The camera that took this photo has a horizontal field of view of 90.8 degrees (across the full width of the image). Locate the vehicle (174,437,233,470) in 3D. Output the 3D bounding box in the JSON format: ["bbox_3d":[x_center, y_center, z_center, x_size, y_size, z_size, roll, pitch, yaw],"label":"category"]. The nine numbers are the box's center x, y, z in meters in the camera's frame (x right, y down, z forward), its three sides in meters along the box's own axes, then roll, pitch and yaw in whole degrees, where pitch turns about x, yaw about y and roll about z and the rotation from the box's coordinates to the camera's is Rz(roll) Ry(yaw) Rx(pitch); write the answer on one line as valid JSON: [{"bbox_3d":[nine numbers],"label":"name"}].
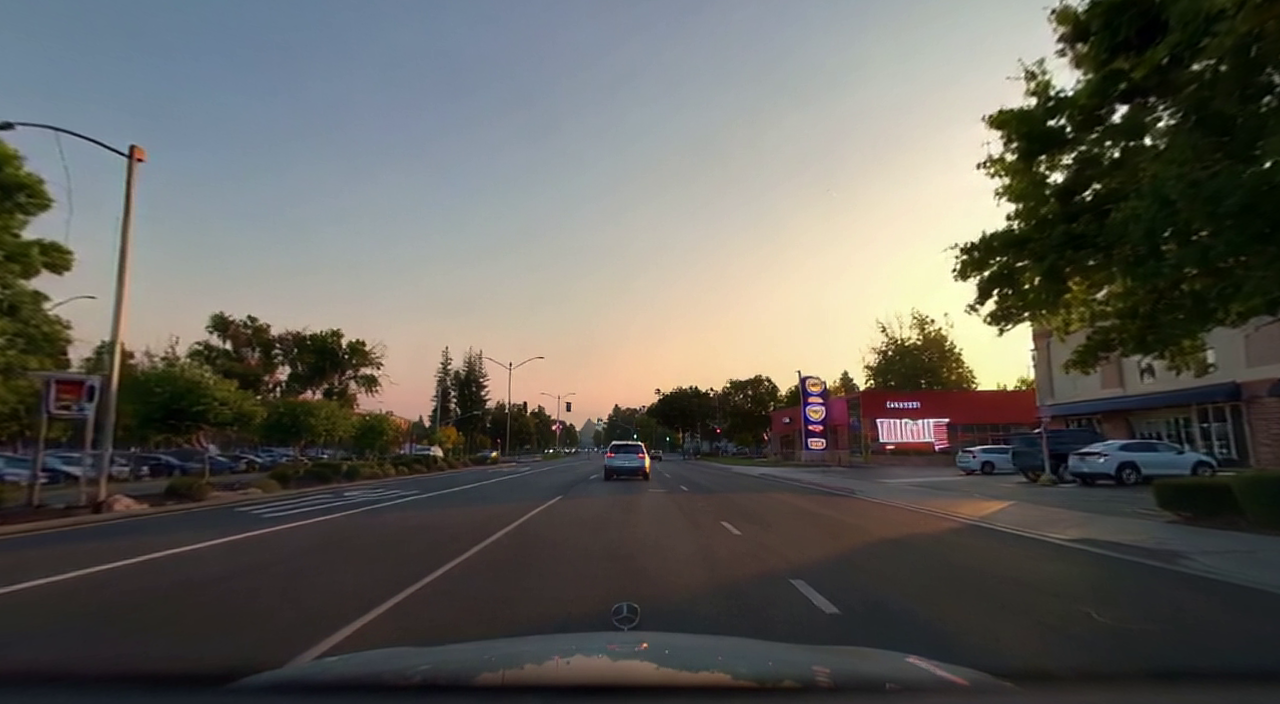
[{"bbox_3d":[-32.826,7.625,47.732,2.818,2.313,5.508,5,-10,-27],"label":"vehicle"}]

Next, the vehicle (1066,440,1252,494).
[{"bbox_3d":[16.462,3.645,20.227,4.290,1.617,1.751,0,-8,2],"label":"vehicle"}]

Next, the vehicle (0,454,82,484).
[{"bbox_3d":[-33.732,6.426,34.871,4.154,1.578,1.771,0,-8,1],"label":"vehicle"}]

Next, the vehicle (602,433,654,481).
[{"bbox_3d":[-0.519,4.623,28.023,2.096,1.961,4.259,0,-8,-1],"label":"vehicle"}]
